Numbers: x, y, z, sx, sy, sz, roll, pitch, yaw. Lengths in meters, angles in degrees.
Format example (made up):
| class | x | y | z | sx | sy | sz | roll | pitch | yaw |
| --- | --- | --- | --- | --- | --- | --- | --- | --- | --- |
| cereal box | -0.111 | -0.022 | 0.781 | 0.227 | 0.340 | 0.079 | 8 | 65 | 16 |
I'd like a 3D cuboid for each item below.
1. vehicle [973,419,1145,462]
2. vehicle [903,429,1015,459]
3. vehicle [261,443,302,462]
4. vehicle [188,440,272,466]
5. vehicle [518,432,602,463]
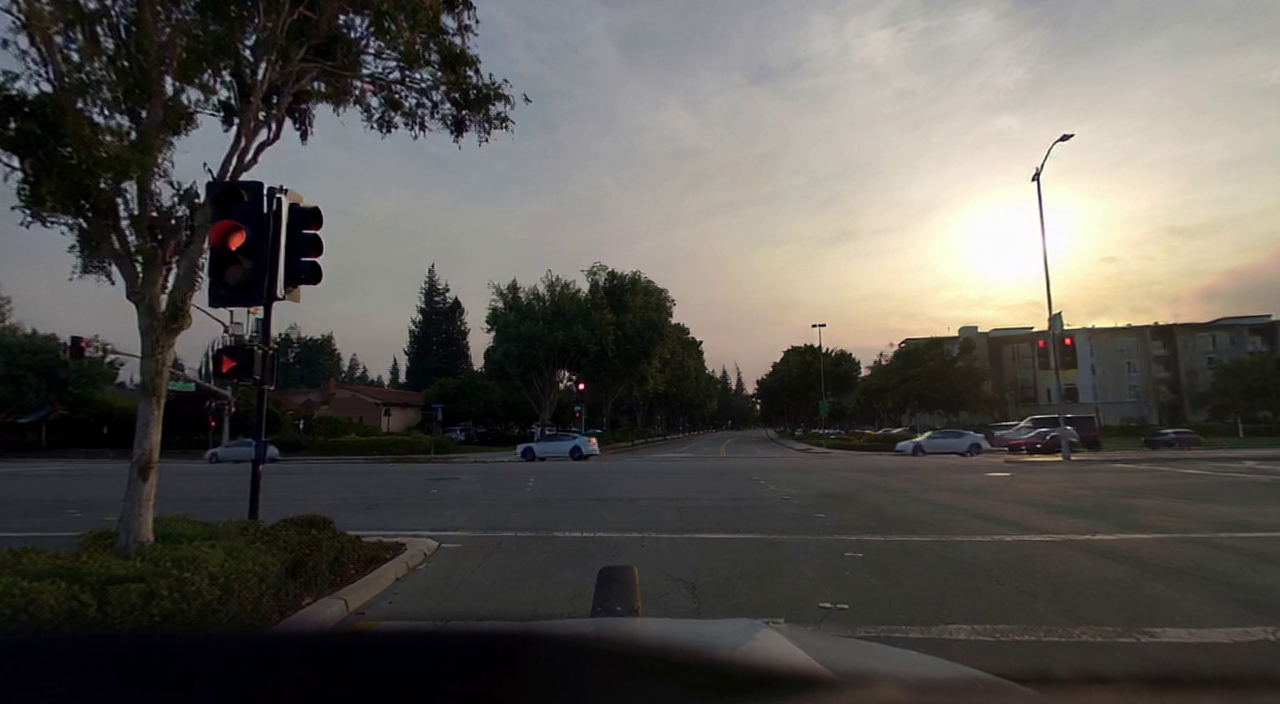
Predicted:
| class | x | y | z | sx | sy | sz | roll | pitch | yaw |
| --- | --- | --- | --- | --- | --- | --- | --- | --- | --- |
| vehicle | 15.024 | 3.214 | 22.945 | 4.749 | 1.461 | 1.892 | -1 | -9 | 9 |
| vehicle | 16.583 | 4.802 | 33.094 | 4.801 | 1.494 | 1.915 | -2 | -9 | 10 |
| vehicle | -28.077 | 7.855 | 49.628 | 2.235 | 1.417 | 4.272 | 3 | -9 | -22 |
| vehicle | -26.516 | 6.543 | 40.927 | 4.370 | 1.592 | 1.886 | -2 | -9 | 10 |
| vehicle | -4.688 | 5.647 | 37.340 | 4.590 | 1.701 | 1.881 | -2 | -9 | 11 |
